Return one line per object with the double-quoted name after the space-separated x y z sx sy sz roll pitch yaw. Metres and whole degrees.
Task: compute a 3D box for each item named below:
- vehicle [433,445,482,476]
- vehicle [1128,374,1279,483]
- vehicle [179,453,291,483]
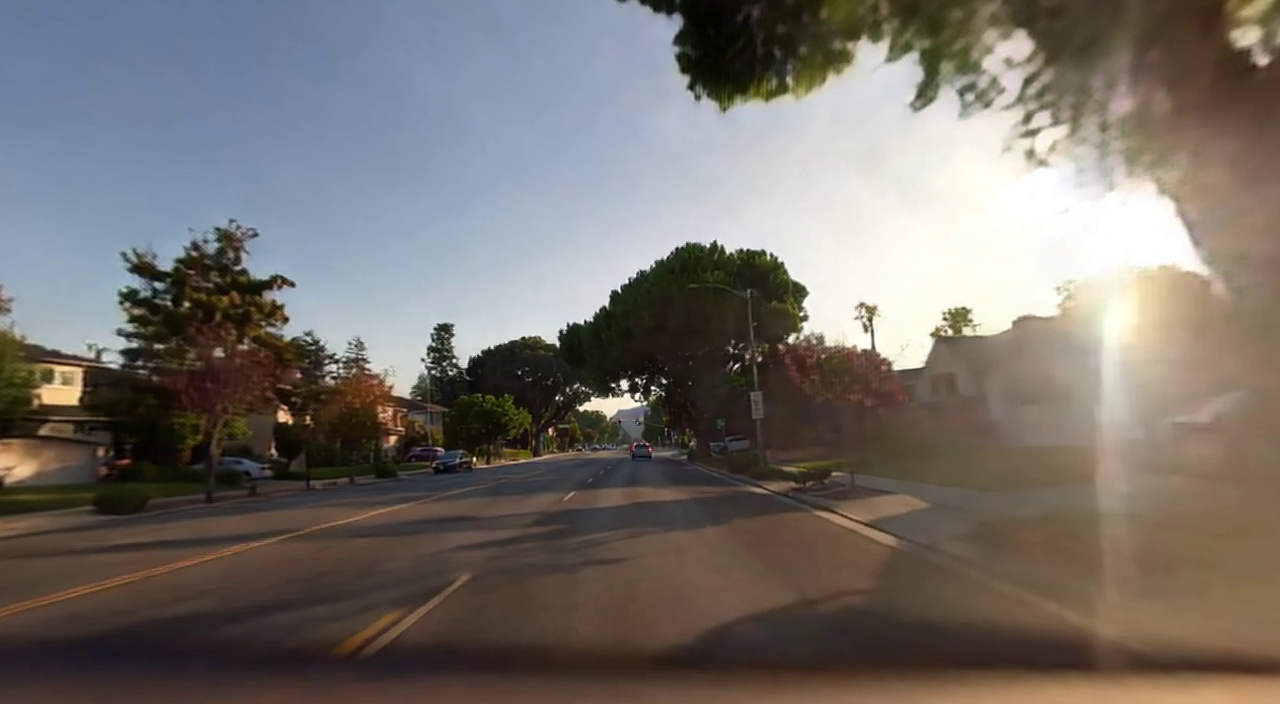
-14.166 8.400 49.195 2.337 1.850 5.448 -4 -6 -2 "vehicle"
11.130 1.134 9.853 4.996 1.563 1.984 -4 -9 15 "vehicle"
-22.790 6.530 35.671 4.791 1.564 2.125 0 -8 -5 "vehicle"
